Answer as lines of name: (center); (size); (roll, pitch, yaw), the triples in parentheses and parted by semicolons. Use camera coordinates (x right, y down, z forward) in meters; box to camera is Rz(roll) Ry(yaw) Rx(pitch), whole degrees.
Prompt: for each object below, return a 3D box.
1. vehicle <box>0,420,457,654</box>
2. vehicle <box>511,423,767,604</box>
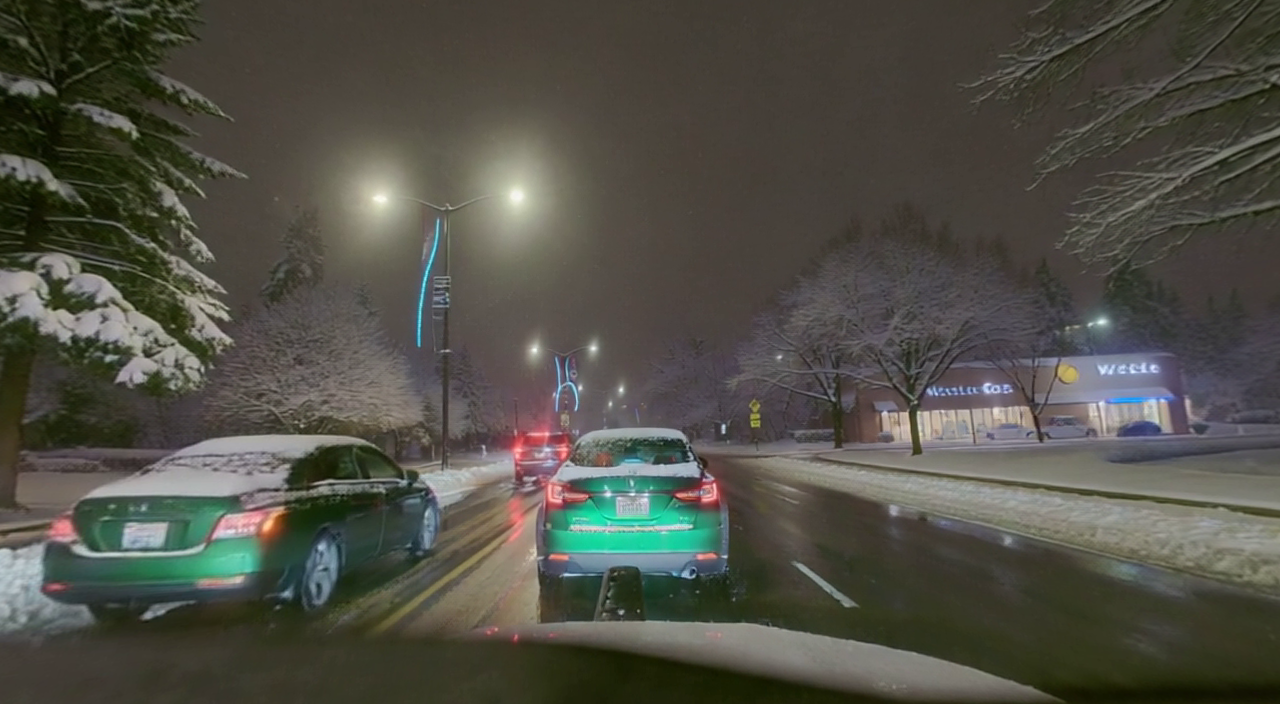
vehicle: (-3.501, 1.521, 6.345); (1.961, 1.487, 4.453); (0, -8, 0)
vehicle: (-0.064, 1.635, 7.299); (2.126, 1.475, 3.967); (0, -8, -2)
